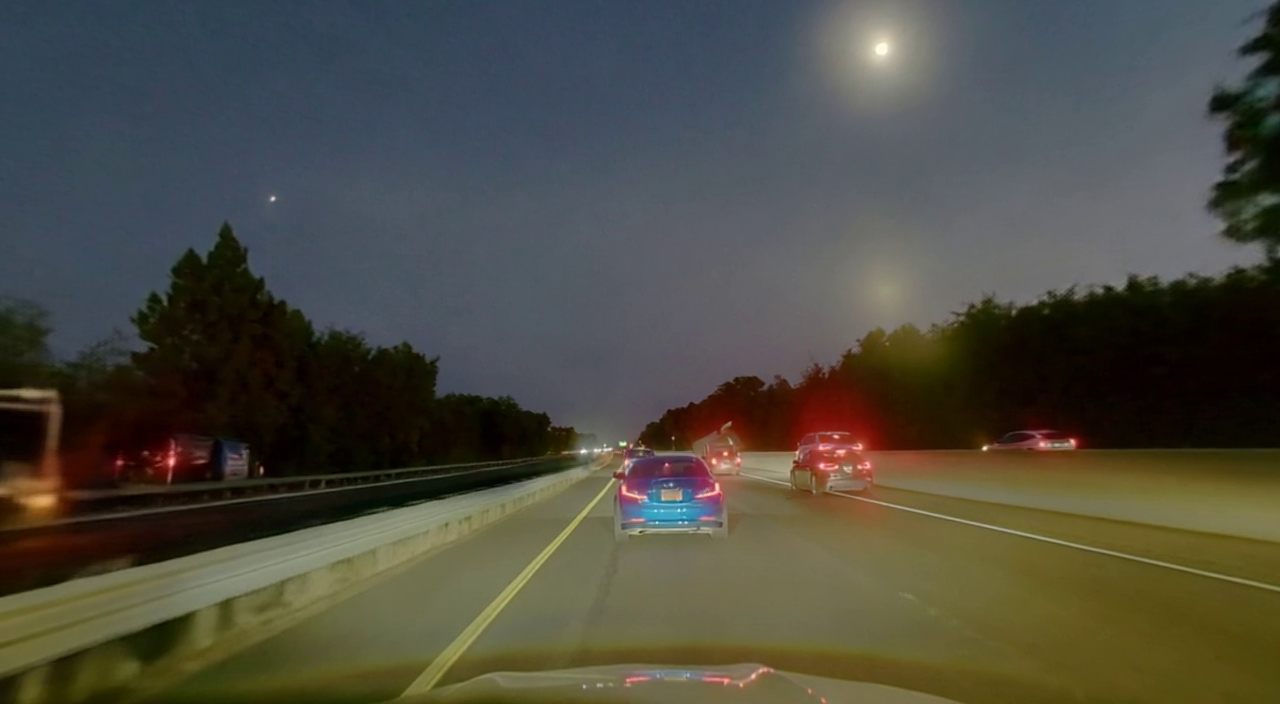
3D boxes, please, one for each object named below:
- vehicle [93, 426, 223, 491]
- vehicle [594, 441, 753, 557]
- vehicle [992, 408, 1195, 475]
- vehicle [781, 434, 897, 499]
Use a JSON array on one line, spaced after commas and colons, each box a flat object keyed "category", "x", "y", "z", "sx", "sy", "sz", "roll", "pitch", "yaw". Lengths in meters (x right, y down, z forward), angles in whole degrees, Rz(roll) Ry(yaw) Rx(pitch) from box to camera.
[{"category": "vehicle", "x": -33.566, "y": 7.402, "z": 44.423, "sx": 2.902, "sy": 3.981, "sz": 7.819, "roll": -3, "pitch": -8, "yaw": 0}, {"category": "vehicle", "x": 0.430, "y": 2.223, "z": 10.188, "sx": 2.076, "sy": 1.485, "sz": 3.774, "roll": 0, "pitch": -9, "yaw": 0}, {"category": "vehicle", "x": 31.486, "y": 6.532, "z": 45.269, "sx": 2.822, "sy": 3.996, "sz": 14.073, "roll": 1, "pitch": -9, "yaw": -7}, {"category": "vehicle", "x": 6.265, "y": 3.667, "z": 20.511, "sx": 2.177, "sy": 1.827, "sz": 4.565, "roll": 0, "pitch": -9, "yaw": -1}]
